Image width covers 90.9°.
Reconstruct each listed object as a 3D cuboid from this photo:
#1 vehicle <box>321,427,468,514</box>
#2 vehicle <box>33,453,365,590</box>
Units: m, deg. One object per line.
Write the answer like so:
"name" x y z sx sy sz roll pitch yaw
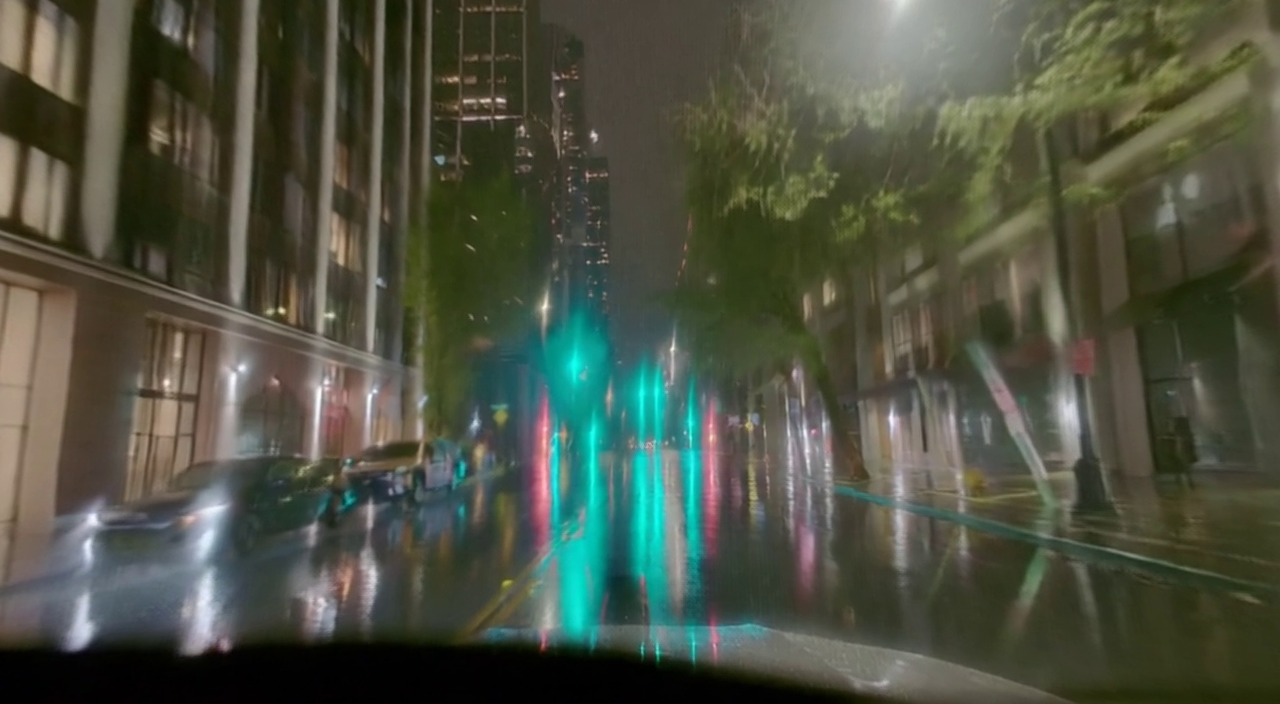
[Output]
"vehicle" -6.514 3.181 17.428 2.273 1.871 4.920 -4 -9 -2
"vehicle" -6.757 2.578 10.619 2.270 1.539 4.855 -4 -9 -2
